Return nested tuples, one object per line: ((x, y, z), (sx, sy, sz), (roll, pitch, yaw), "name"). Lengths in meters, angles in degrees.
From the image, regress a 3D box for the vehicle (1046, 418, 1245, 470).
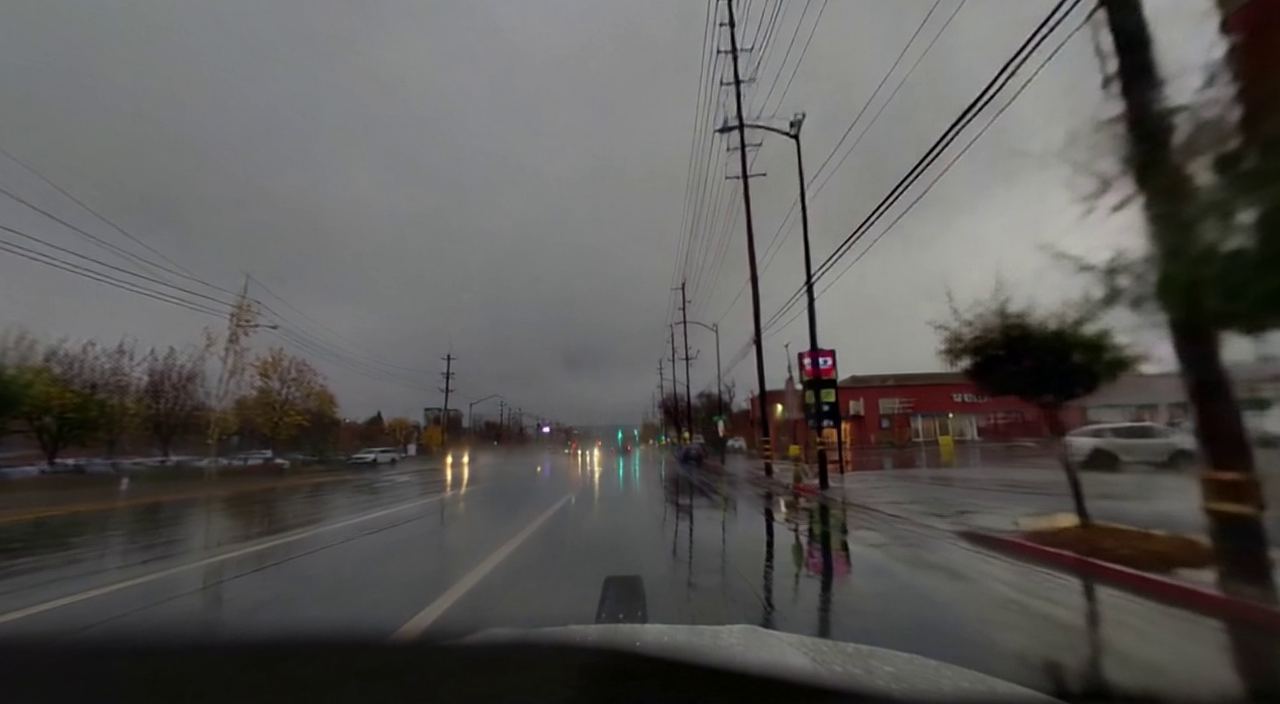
((16.364, 3.038, 20.731), (2.150, 1.463, 4.524), (5, -10, -31), "vehicle")

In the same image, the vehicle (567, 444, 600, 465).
((-4.221, 7.742, 47.898), (2.179, 1.490, 4.742), (0, -9, -1), "vehicle")

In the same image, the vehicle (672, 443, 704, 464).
((3.512, 7.596, 47.443), (1.922, 1.507, 4.824), (0, -9, -1), "vehicle")
